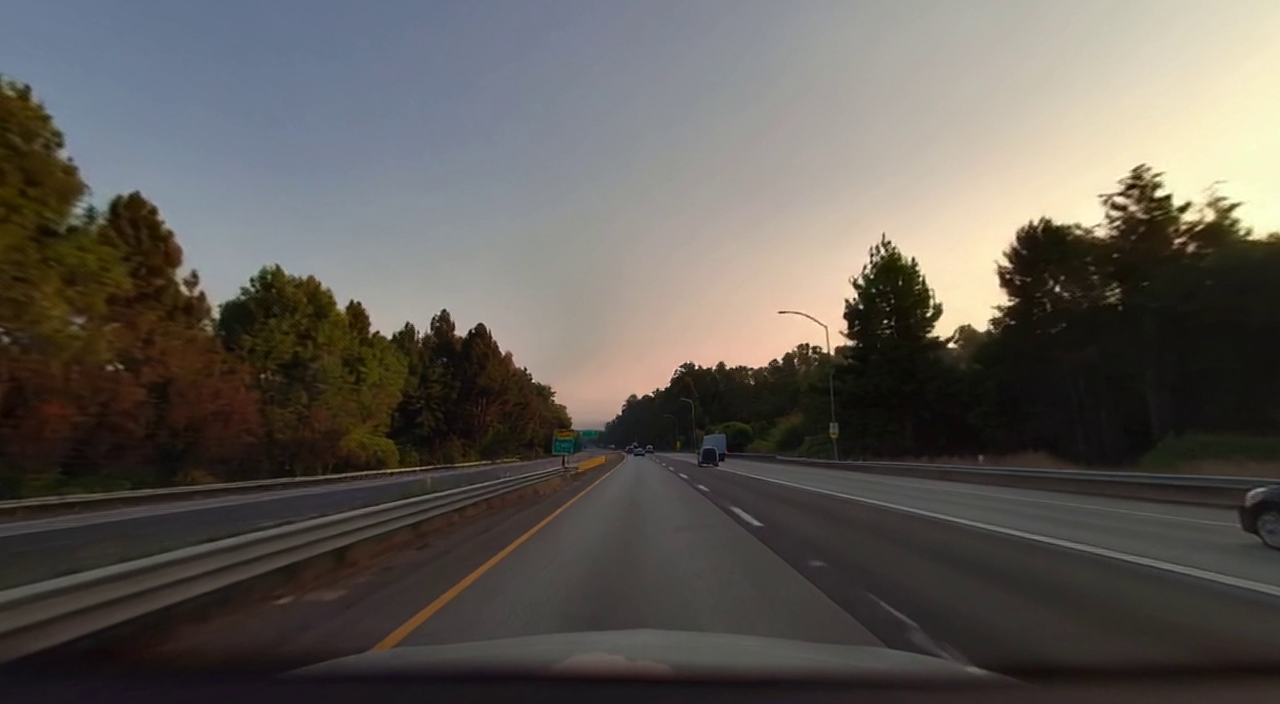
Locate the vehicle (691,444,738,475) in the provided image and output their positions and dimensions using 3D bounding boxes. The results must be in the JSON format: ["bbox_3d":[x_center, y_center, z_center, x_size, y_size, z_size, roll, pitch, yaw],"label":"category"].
[{"bbox_3d":[4.155,6.097,35.855,2.058,1.605,4.116,0,-9,-2],"label":"vehicle"}]
